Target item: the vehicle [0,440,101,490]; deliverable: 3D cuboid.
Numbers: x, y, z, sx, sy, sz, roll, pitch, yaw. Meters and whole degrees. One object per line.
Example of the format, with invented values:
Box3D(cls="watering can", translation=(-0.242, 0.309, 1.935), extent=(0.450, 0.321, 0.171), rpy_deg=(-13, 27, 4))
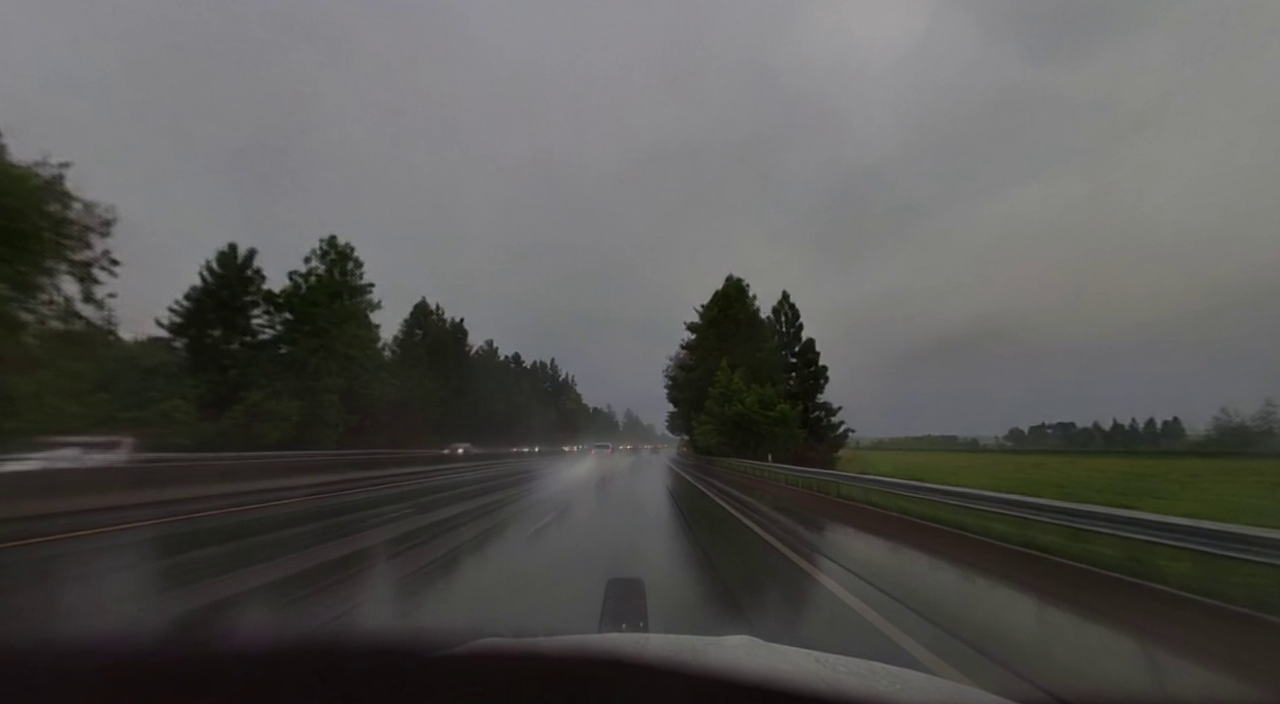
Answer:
Box3D(cls="vehicle", translation=(-20.946, 3.676, 20.774), extent=(1.962, 1.549, 4.878), rpy_deg=(0, -8, 2))
